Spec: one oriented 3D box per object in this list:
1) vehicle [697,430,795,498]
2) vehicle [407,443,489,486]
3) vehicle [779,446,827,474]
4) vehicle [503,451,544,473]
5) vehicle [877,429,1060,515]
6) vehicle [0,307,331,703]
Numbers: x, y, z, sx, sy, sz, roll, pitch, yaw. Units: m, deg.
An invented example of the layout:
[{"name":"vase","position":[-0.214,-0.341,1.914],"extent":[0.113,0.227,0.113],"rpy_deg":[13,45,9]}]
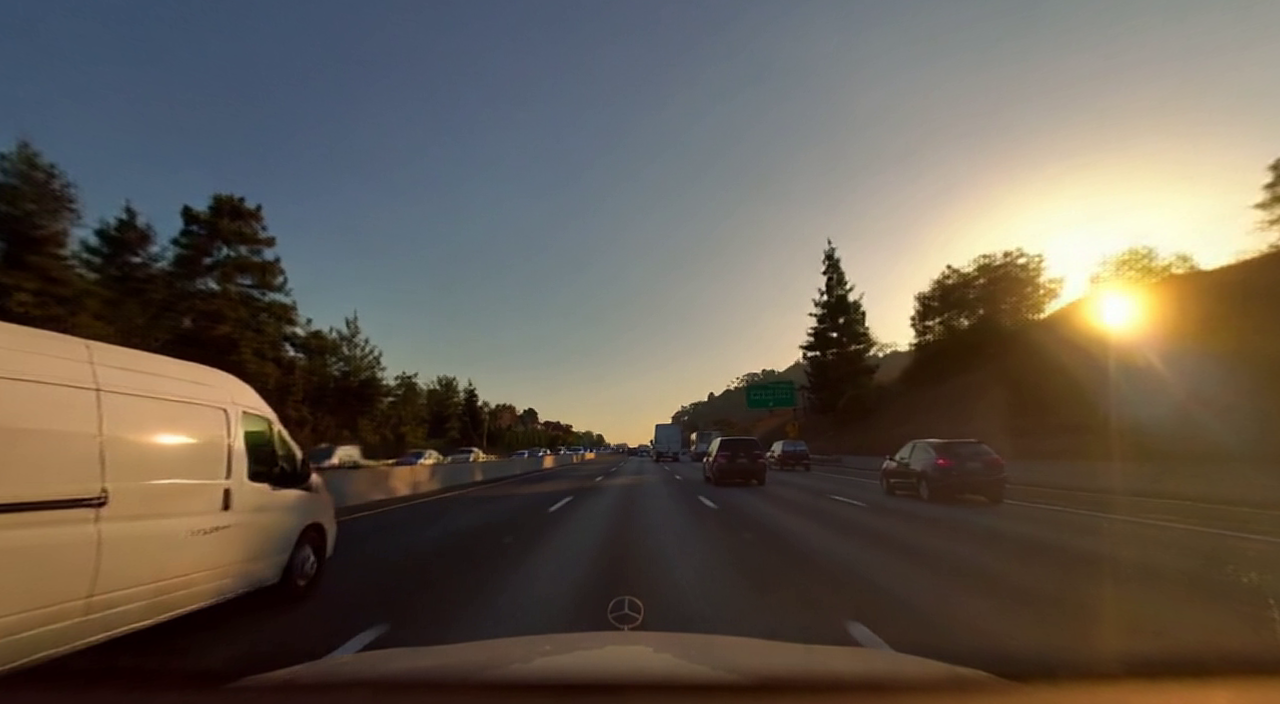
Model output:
[{"name":"vehicle","position":[3.176,3.471,19.999],"extent":[2.209,1.862,4.717],"rpy_deg":[0,-8,-1]},{"name":"vehicle","position":[-8.110,4.779,27.130],"extent":[2.081,1.656,4.378],"rpy_deg":[0,-8,1]},{"name":"vehicle","position":[9.184,6.084,35.807],"extent":[1.827,1.493,3.919],"rpy_deg":[-1,-8,3]},{"name":"vehicle","position":[-8.028,7.629,43.943],"extent":[1.911,1.440,4.514],"rpy_deg":[0,-8,1]},{"name":"vehicle","position":[7.412,2.727,14.857],"extent":[1.976,1.703,4.288],"rpy_deg":[0,-8,0]},{"name":"vehicle","position":[-3.813,0.784,2.714],"extent":[2.159,1.922,5.345],"rpy_deg":[0,-8,1]}]
